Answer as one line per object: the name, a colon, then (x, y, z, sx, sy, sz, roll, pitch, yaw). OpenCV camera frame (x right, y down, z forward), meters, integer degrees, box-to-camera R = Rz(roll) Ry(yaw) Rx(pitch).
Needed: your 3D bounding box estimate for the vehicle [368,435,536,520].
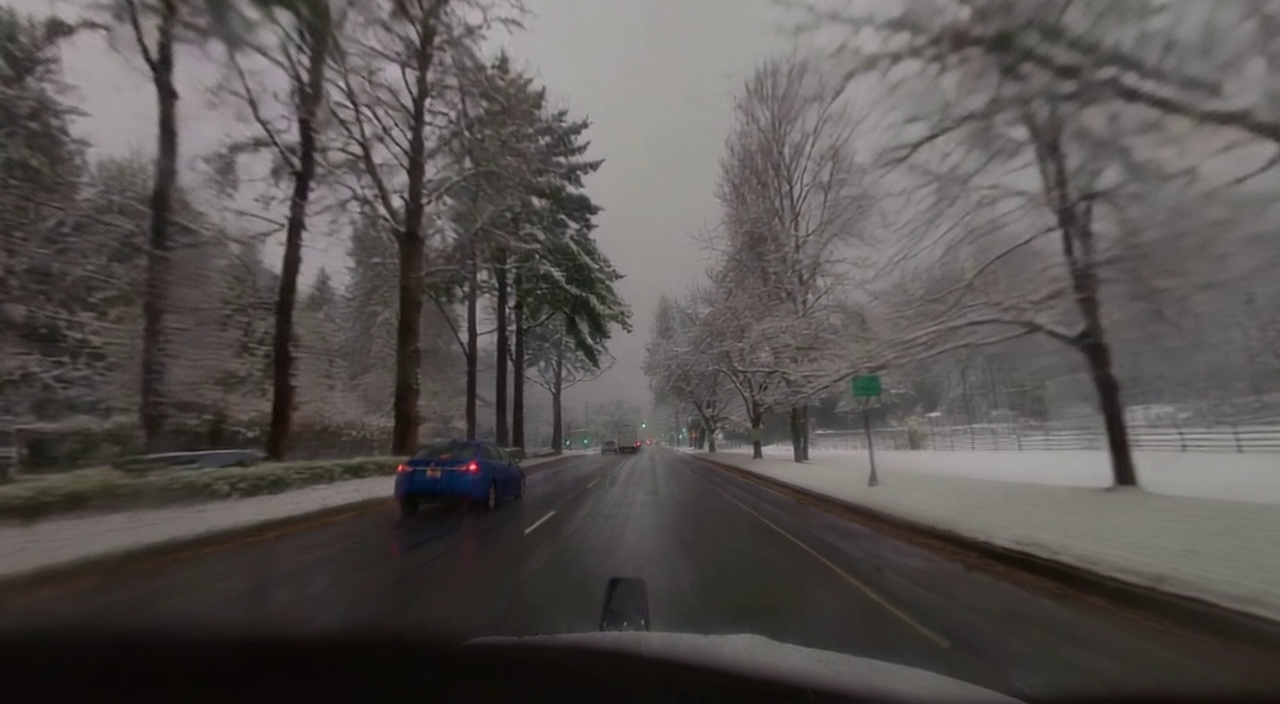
vehicle: (-3.634, 2.516, 13.205, 2.033, 1.454, 4.512, 0, -8, 1)
